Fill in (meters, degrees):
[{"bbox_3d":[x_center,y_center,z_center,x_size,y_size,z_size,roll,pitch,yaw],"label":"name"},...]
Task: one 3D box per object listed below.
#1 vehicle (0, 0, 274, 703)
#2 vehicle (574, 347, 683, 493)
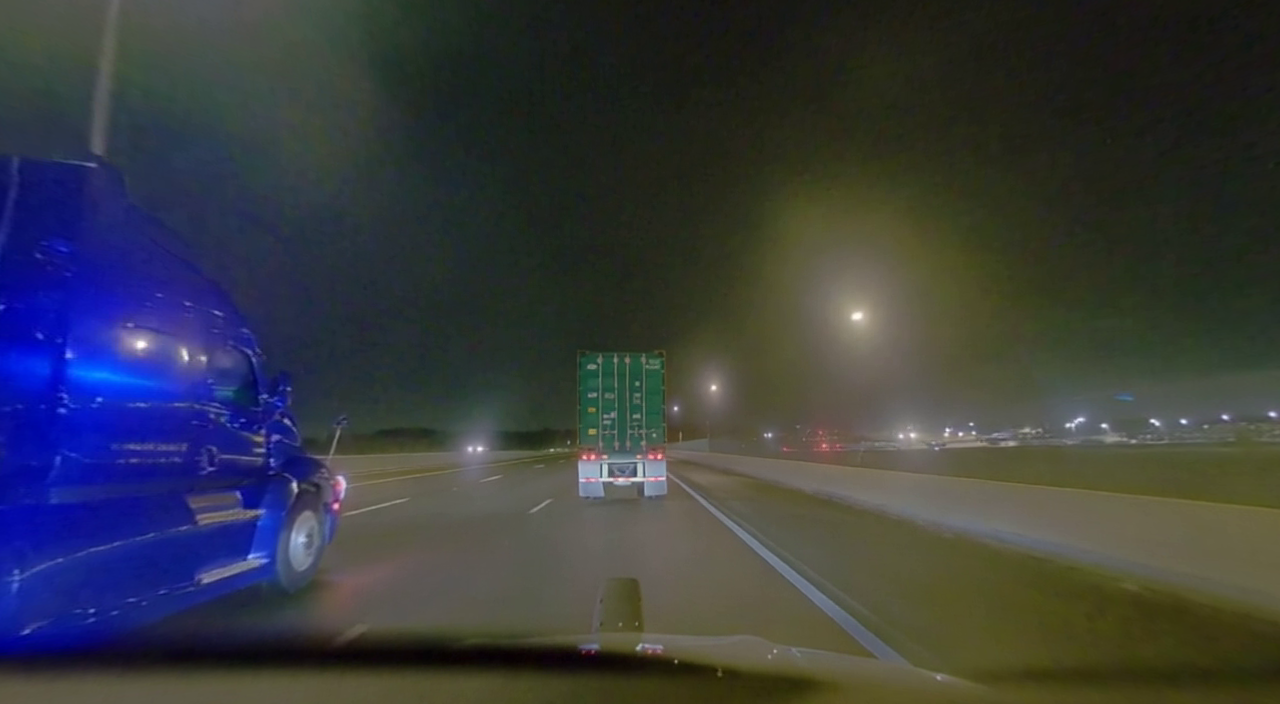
[{"bbox_3d":[-4.117,-0.250,1.017,3.418,3.652,5.690,0,-9,1],"label":"vehicle"},{"bbox_3d":[-0.311,2.671,22.884,2.942,4.003,11.297,0,-9,0],"label":"vehicle"}]
